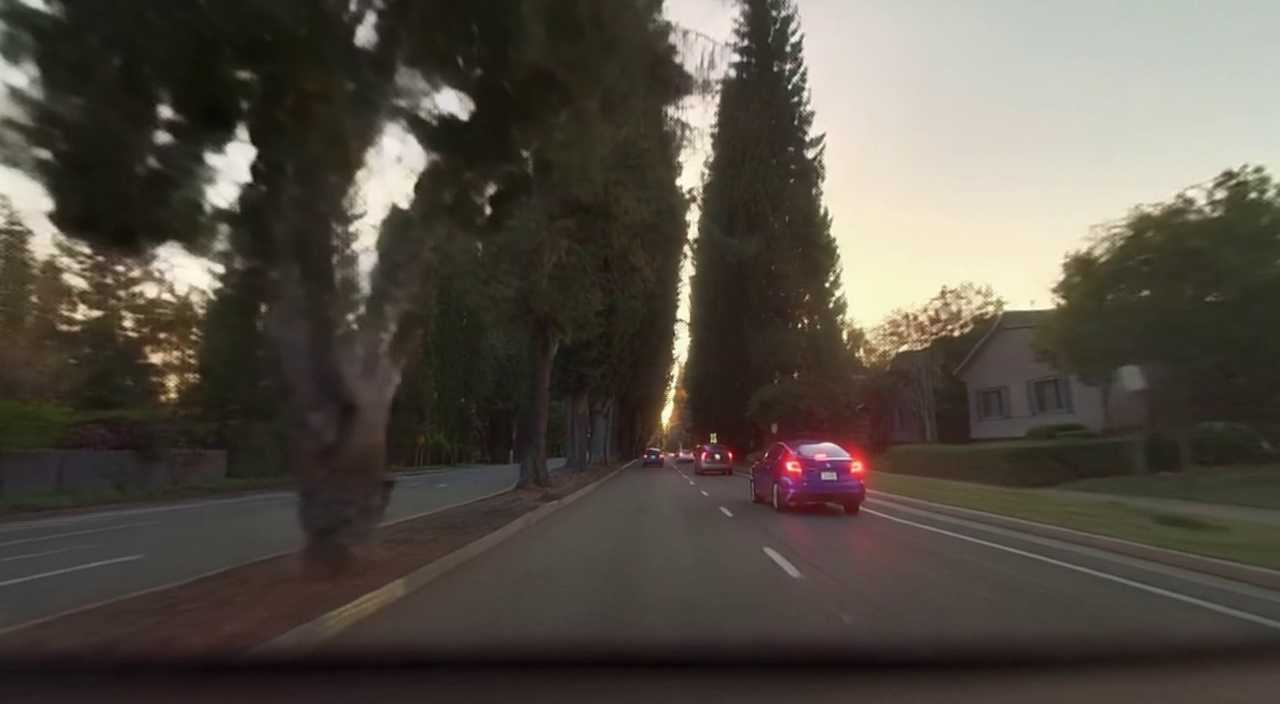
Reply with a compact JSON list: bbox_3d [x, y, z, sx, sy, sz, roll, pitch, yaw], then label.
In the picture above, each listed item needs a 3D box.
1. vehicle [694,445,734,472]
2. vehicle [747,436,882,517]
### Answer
[{"bbox_3d":[4.704,6.821,40.692,2.110,1.666,3.912,0,-8,1],"label":"vehicle"},{"bbox_3d":[3.906,2.842,14.928,2.052,1.639,4.123,0,-8,1],"label":"vehicle"}]
